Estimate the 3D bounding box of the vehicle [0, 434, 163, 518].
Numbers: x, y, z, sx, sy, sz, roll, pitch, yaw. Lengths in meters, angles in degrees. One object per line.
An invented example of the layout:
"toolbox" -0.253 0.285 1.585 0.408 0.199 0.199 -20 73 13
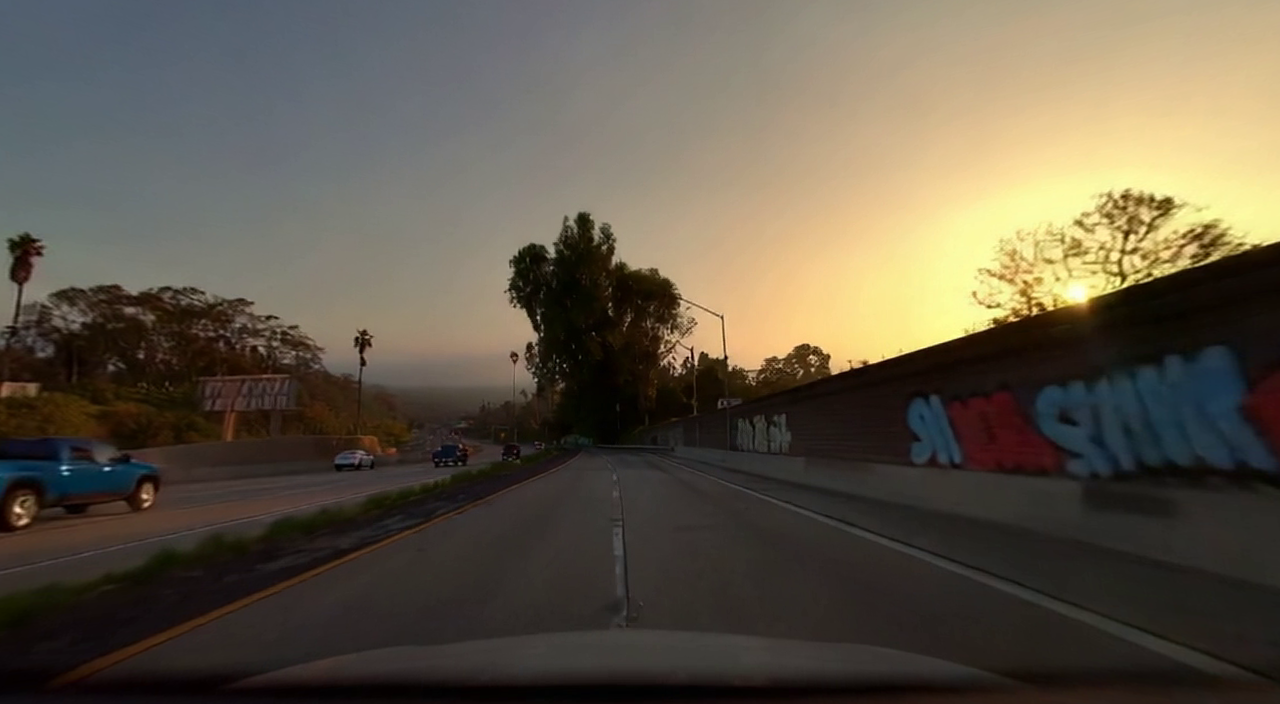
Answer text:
"vehicle" -16.197 3.200 16.655 2.402 1.940 6.283 0 -9 -1
